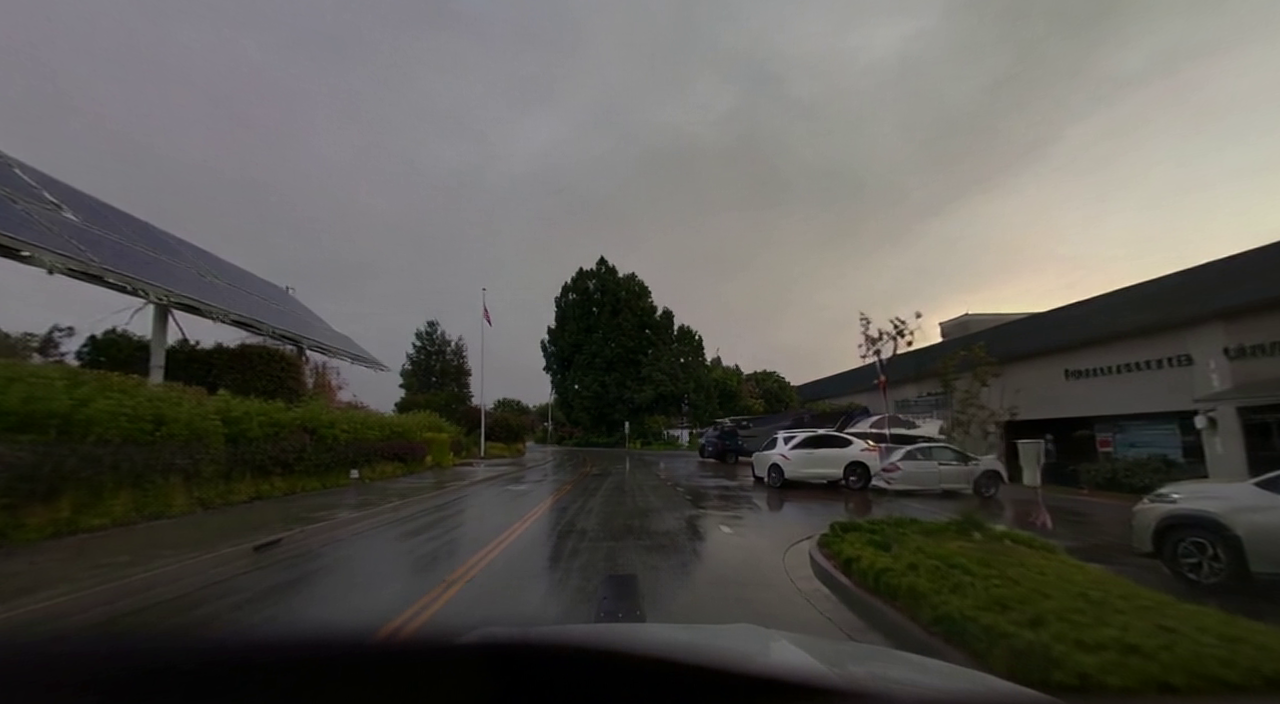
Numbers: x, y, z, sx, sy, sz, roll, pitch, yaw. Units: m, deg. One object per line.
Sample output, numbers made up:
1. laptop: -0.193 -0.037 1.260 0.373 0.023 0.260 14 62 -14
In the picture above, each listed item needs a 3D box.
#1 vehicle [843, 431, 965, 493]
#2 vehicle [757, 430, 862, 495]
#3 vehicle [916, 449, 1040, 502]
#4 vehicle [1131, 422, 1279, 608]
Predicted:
1. vehicle: 8.126 3.435 19.903 1.924 1.713 4.627 -1 -9 1
2. vehicle: 5.340 3.537 20.476 1.977 1.860 4.237 0 -9 -4
3. vehicle: 10.632 3.888 20.153 1.819 1.494 3.834 0 -9 0
4. vehicle: 8.044 1.645 6.161 2.113 1.945 4.546 2 -9 -16
